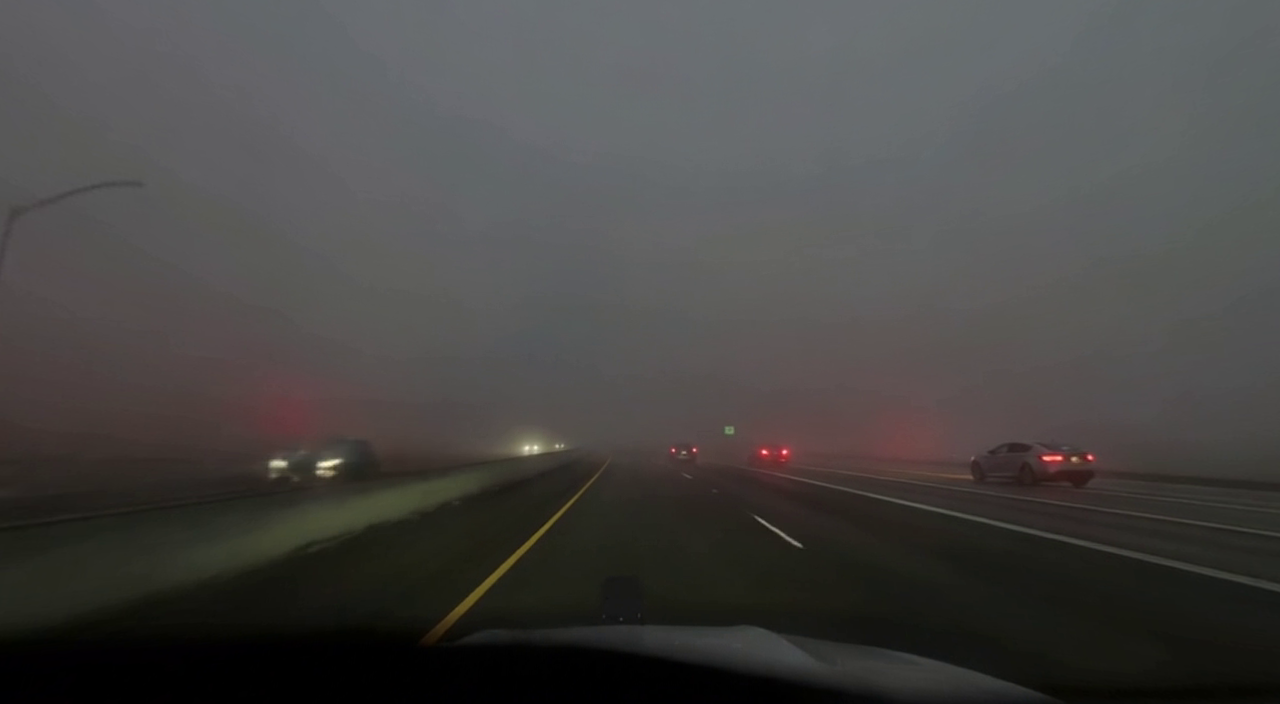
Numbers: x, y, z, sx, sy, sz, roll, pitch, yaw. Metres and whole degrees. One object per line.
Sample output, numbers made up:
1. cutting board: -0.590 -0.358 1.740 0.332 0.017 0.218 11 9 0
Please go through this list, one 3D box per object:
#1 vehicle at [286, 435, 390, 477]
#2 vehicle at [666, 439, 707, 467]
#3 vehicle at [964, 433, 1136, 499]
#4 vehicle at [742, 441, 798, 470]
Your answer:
1. vehicle: -9.941 3.412 21.085 1.723 1.223 3.577 1 -7 -1
2. vehicle: 2.763 6.077 38.233 1.977 1.601 4.598 0 -8 -2
3. vehicle: 10.915 3.034 17.237 1.844 1.560 4.085 0 -8 -1
4. vehicle: 6.841 5.500 33.763 1.952 1.442 4.259 0 -8 -2
